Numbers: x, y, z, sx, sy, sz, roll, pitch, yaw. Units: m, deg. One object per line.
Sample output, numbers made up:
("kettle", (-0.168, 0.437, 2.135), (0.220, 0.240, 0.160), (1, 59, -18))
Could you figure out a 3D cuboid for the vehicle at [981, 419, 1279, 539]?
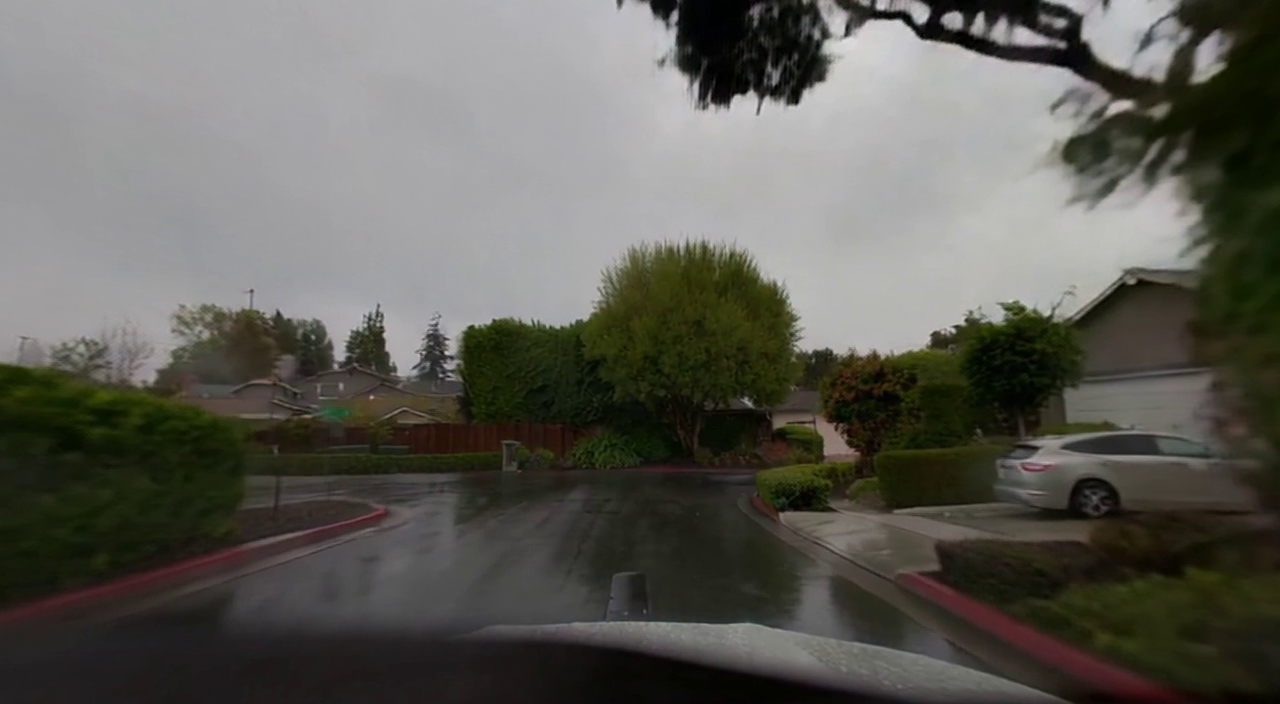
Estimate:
("vehicle", (8.987, 2.137, 10.983), (4.801, 1.788, 2.073), (-3, -7, 6))
